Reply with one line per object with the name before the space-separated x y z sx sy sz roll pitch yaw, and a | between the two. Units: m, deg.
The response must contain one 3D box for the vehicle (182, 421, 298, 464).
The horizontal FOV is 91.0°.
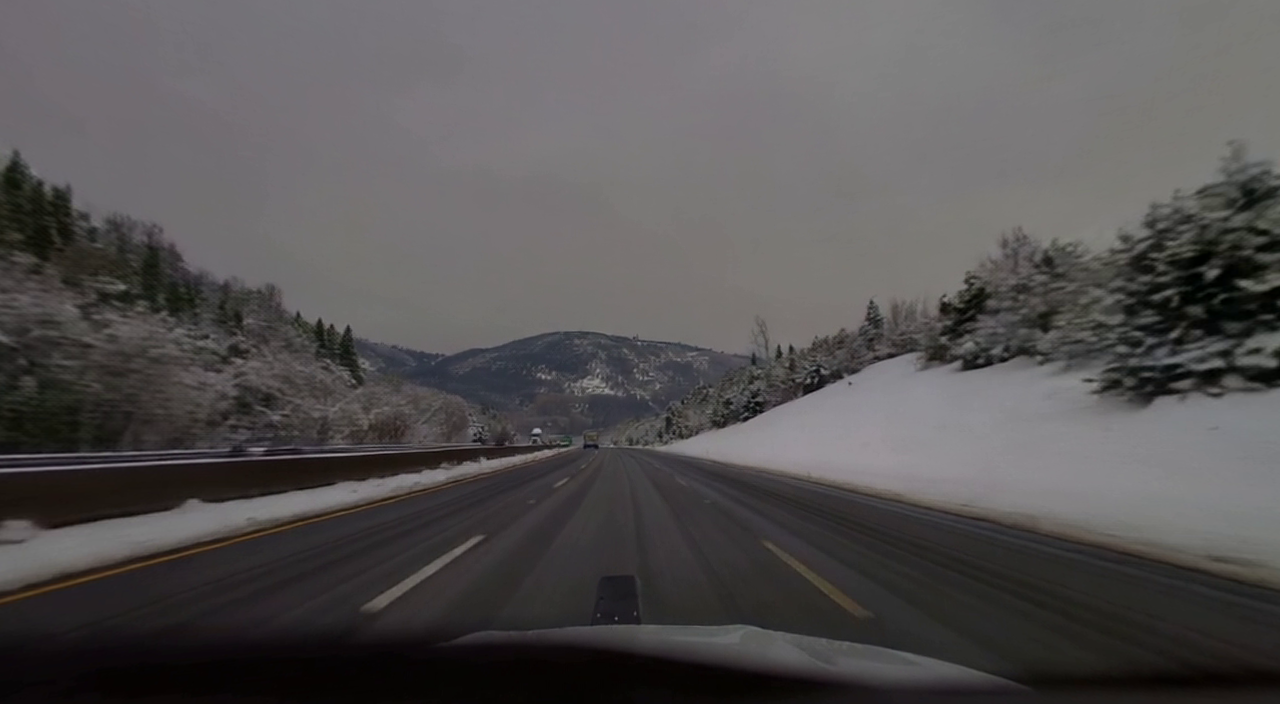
vehicle | -16.630 3.815 26.501 1.912 1.599 4.611 0 -8 -1
